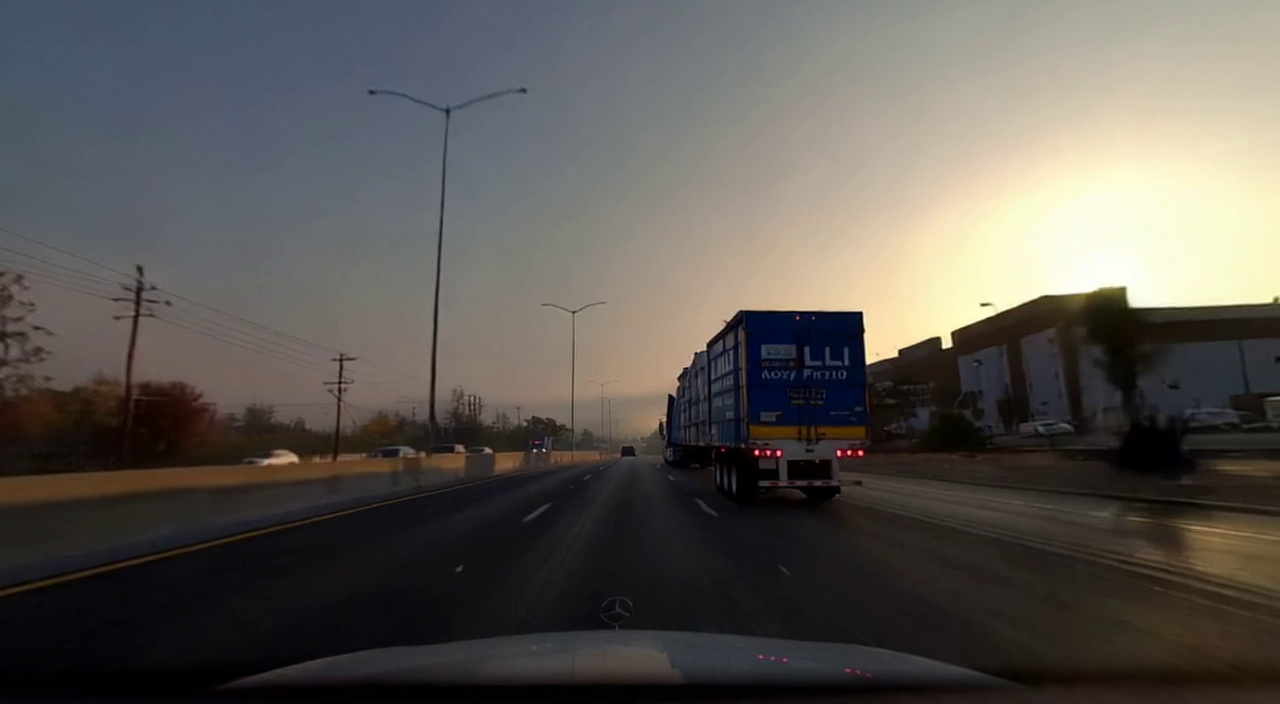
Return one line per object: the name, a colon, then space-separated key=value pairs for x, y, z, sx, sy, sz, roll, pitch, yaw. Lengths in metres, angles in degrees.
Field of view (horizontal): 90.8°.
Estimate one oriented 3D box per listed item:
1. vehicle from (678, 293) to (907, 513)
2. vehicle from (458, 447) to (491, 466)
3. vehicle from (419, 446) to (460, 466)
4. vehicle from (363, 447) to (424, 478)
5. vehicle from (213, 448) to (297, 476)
vehicle: x=3.534 y=2.254 z=21.156 sx=2.891 sy=4.387 sz=17.121 roll=0 pitch=-9 yaw=-2
vehicle: x=-11.758 y=7.435 z=44.993 sx=1.438 sy=1.326 sz=3.184 roll=0 pitch=-9 yaw=0
vehicle: x=-14.834 y=7.711 z=46.951 sx=1.864 sy=1.435 sz=3.584 roll=0 pitch=-9 yaw=0
vehicle: x=-11.111 y=4.989 z=28.652 sx=1.452 sy=1.311 sz=3.176 roll=0 pitch=-9 yaw=0
vehicle: x=-22.434 y=6.425 z=37.094 sx=1.999 sy=1.523 sz=4.691 roll=0 pitch=-9 yaw=-1
